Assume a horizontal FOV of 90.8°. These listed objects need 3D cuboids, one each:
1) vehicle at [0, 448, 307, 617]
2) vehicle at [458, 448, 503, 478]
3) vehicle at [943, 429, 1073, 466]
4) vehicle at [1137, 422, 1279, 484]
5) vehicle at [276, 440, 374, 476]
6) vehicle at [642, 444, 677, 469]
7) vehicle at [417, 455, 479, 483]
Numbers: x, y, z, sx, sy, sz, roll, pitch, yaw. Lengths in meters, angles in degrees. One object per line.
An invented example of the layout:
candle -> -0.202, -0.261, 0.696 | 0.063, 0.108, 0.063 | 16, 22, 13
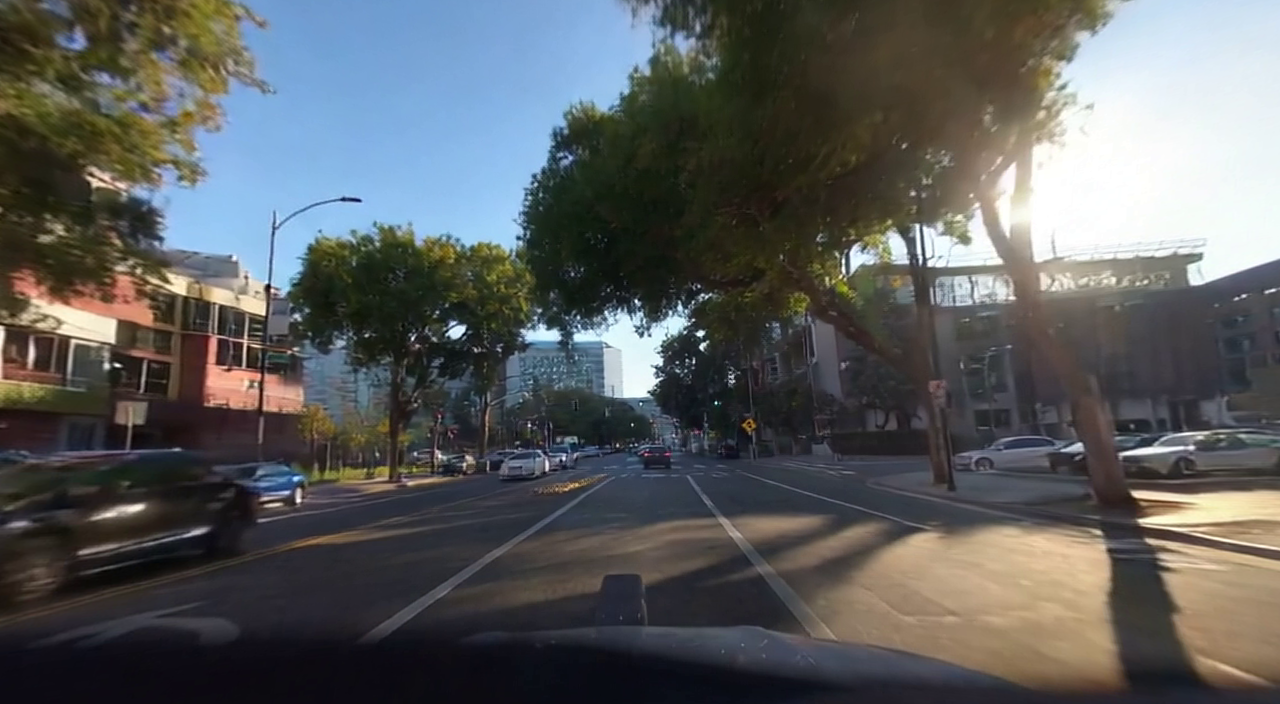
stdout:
vehicle -> -6.398, 1.939, 7.851 | 1.993, 1.463, 4.265 | -1, -8, 3
vehicle -> -10.943, 7.611, 43.642 | 1.961, 1.829, 4.761 | -1, -8, -1
vehicle -> 16.286, 4.258, 28.138 | 4.540, 1.547, 1.841 | -1, -8, 4
vehicle -> 16.037, 2.645, 16.856 | 3.922, 1.420, 1.784 | -3, -9, 1
vehicle -> -20.898, 7.060, 42.044 | 5.470, 1.945, 2.151 | -4, -9, 3
vehicle -> 1.216, 6.468, 39.237 | 2.051, 1.454, 4.132 | 0, -8, 2
vehicle -> -11.404, 6.985, 37.886 | 2.079, 1.406, 4.609 | -1, -8, 4
